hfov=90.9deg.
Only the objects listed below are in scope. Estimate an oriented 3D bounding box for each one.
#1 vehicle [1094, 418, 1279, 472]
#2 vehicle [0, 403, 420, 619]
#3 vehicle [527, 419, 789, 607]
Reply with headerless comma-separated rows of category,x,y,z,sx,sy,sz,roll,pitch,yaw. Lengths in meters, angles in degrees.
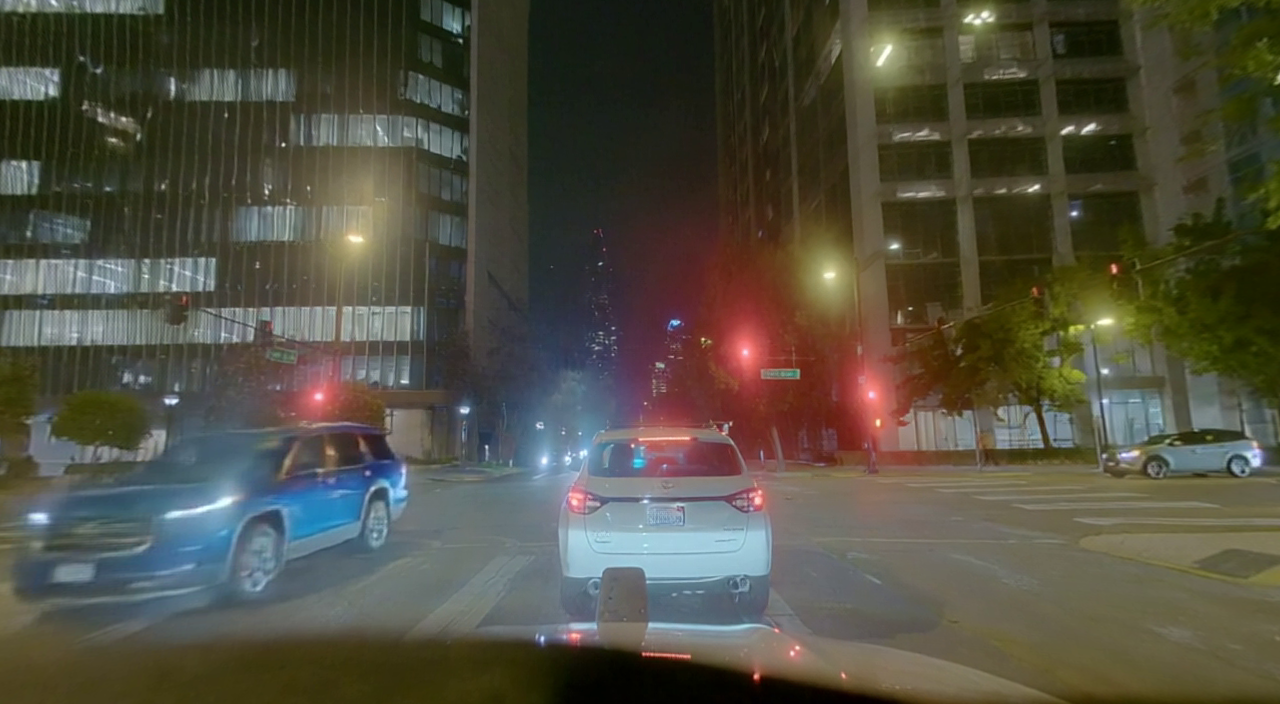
vehicle,19.111,3.272,22.227,4.675,1.772,1.945,0,-8,0
vehicle,-4.470,1.642,7.539,2.006,1.756,4.599,0,-8,0
vehicle,-0.145,1.654,7.486,1.893,1.532,4.145,2,-9,-16
